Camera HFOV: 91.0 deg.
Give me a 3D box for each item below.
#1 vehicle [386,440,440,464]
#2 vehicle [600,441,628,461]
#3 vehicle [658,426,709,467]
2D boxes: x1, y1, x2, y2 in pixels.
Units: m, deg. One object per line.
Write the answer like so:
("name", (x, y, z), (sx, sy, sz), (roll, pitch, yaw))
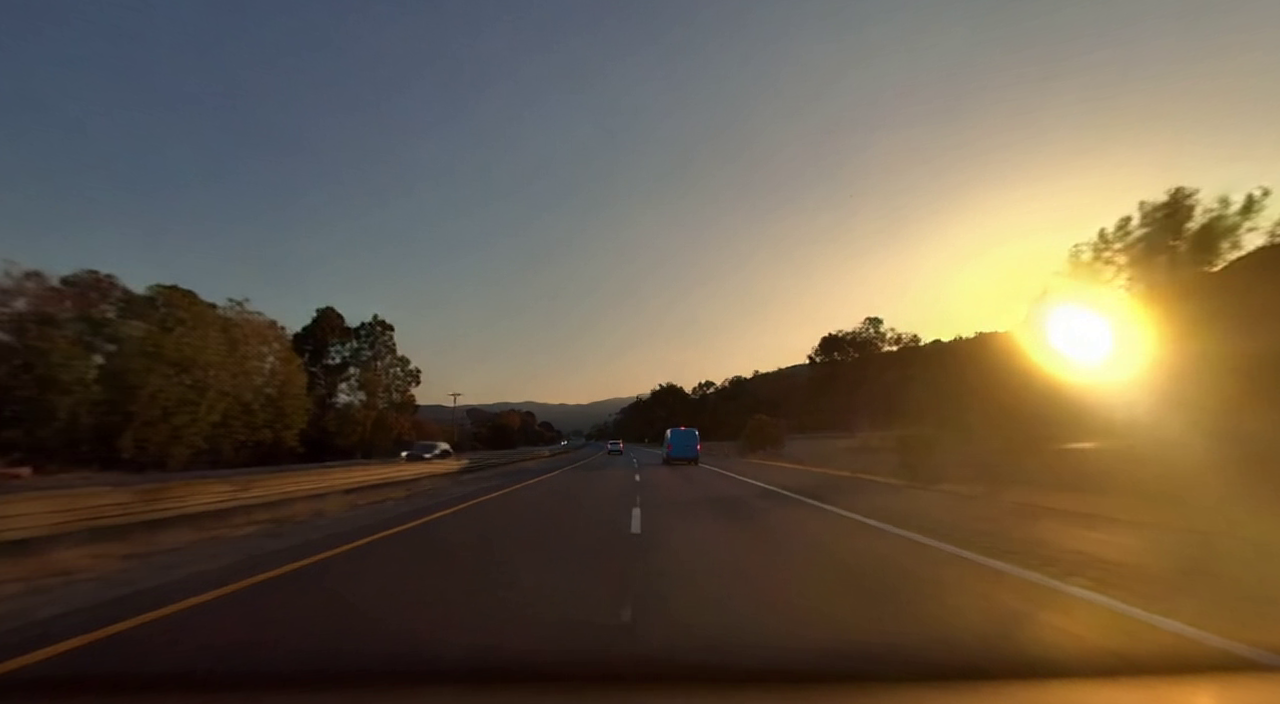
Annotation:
("vehicle", (-14.850, 6.533, 41.444), (1.972, 1.472, 4.536), (-1, -8, -1))
("vehicle", (-2.007, 7.718, 49.165), (2.005, 1.466, 3.739), (-1, -8, -1))
("vehicle", (2.284, 5.104, 34.219), (2.269, 2.048, 4.679), (0, -8, -2))
